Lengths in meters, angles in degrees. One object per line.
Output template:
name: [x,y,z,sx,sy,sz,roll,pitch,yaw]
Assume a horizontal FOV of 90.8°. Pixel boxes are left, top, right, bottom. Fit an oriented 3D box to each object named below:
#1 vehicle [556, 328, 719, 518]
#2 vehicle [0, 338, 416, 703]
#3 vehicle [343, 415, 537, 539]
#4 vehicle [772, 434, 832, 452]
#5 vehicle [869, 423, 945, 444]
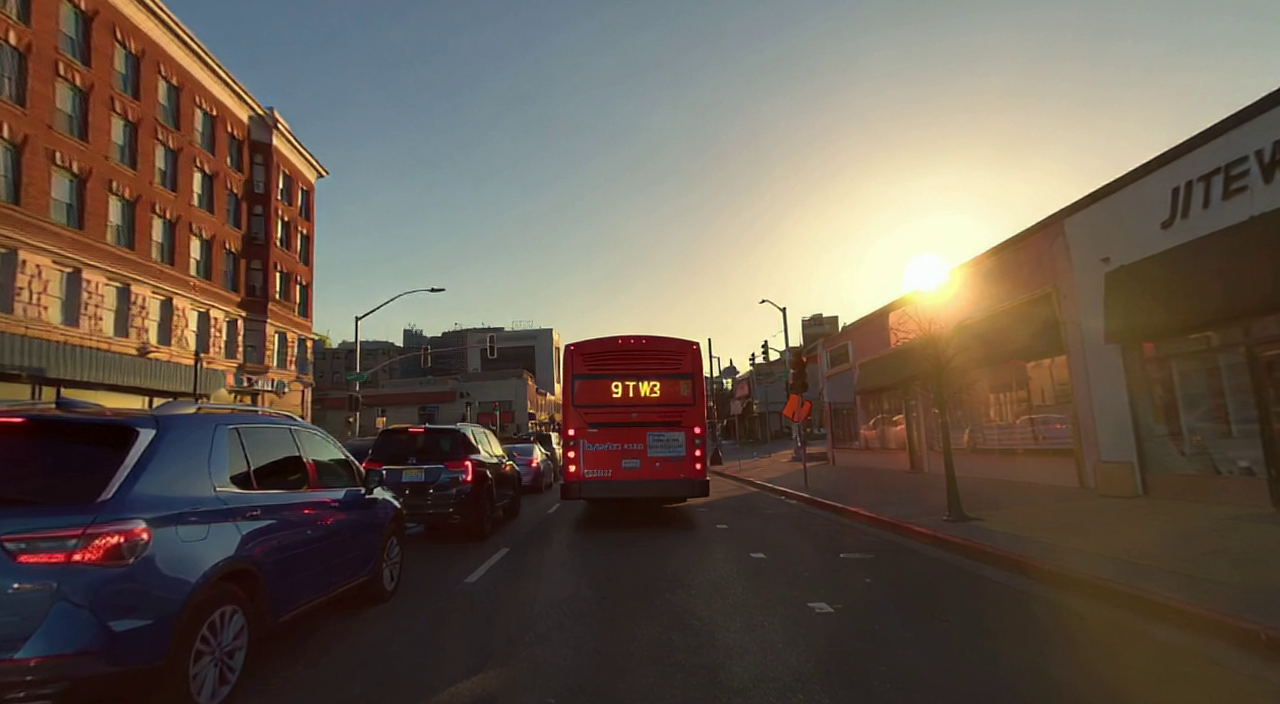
vehicle: [-0.303,2.003,16.544,2.938,3.468,9.972,0,-8,-3]
vehicle: [-3.217,1.093,3.965,2.020,1.725,4.384,0,-8,0]
vehicle: [-3.351,2.200,11.775,2.096,1.828,4.669,0,-8,0]
vehicle: [11.924,6.737,46.649,3.949,1.337,1.738,0,-9,-2]
vehicle: [19.910,6.106,47.202,4.827,1.555,1.863,1,-9,-6]
